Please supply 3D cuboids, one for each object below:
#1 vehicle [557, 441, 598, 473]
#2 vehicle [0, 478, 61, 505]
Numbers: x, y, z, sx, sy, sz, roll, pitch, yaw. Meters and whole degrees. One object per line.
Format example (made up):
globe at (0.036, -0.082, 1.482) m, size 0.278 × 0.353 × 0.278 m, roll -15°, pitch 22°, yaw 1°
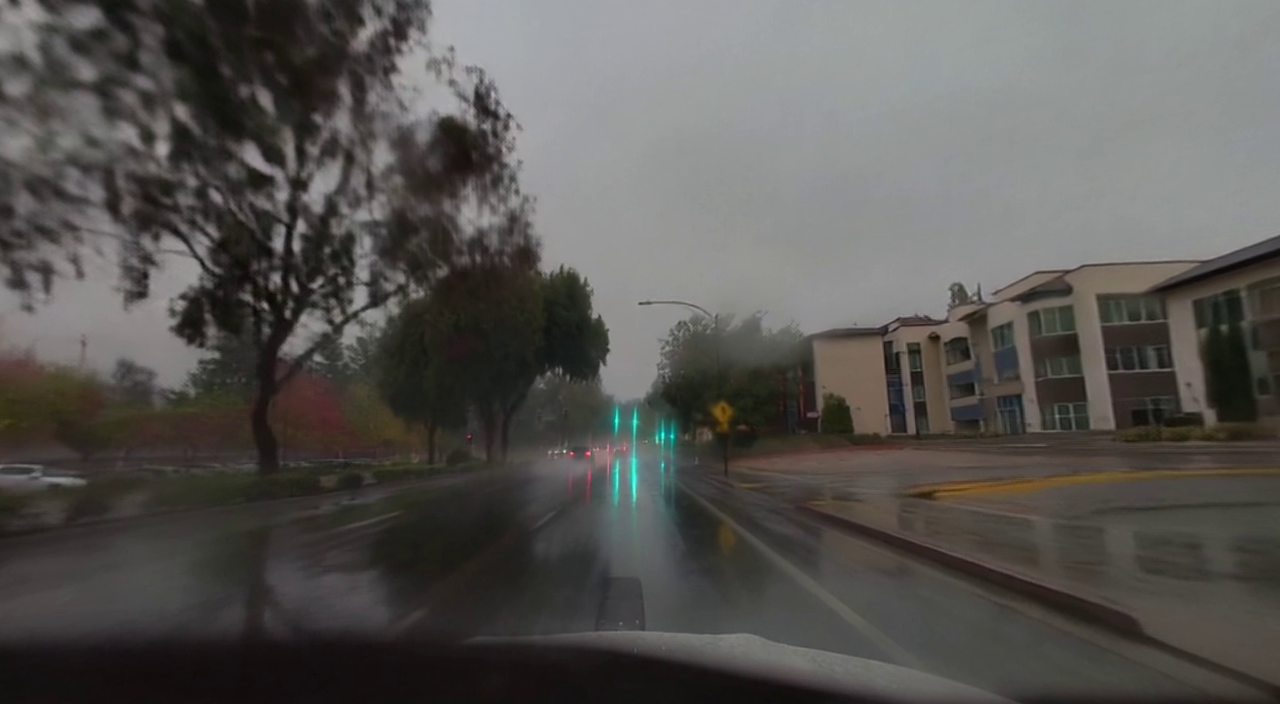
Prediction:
vehicle at (-3.563, 6.072, 36.718) m, size 1.959 × 1.741 × 4.141 m, roll 0°, pitch -8°, yaw 1°
vehicle at (-37.114, 8.156, 36.984) m, size 4.309 × 1.440 × 2.070 m, roll 0°, pitch -9°, yaw 1°
